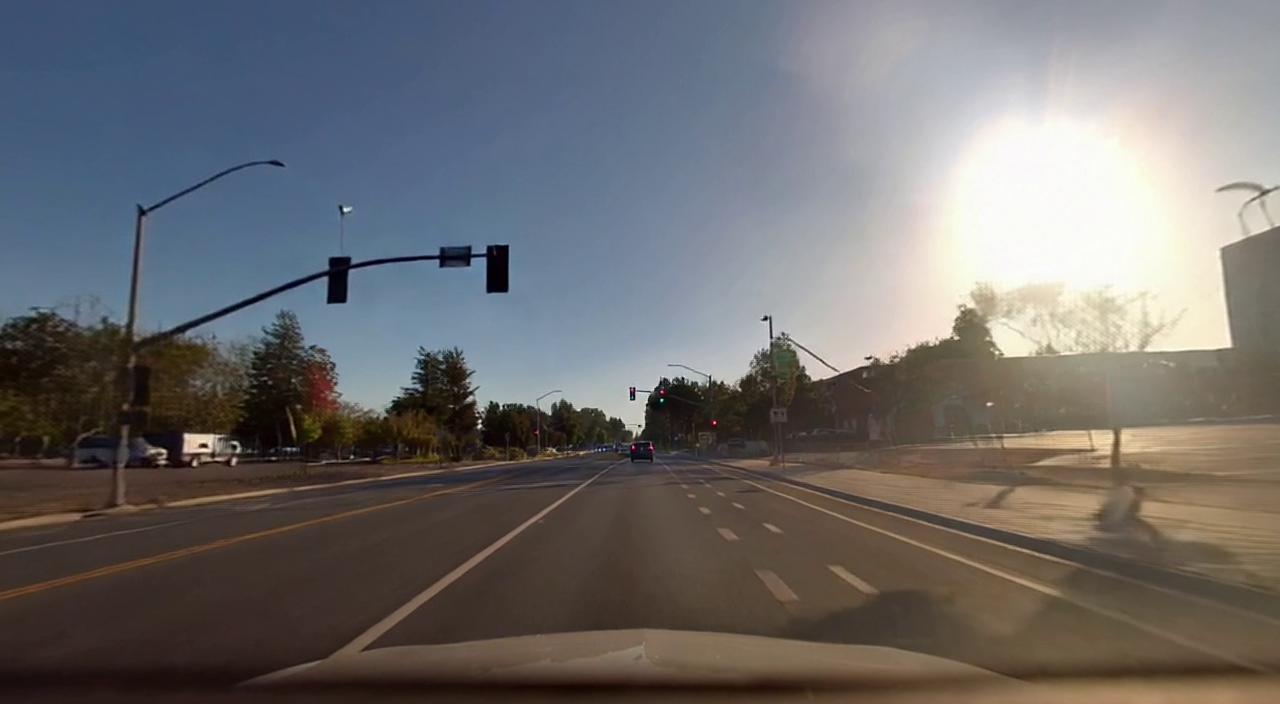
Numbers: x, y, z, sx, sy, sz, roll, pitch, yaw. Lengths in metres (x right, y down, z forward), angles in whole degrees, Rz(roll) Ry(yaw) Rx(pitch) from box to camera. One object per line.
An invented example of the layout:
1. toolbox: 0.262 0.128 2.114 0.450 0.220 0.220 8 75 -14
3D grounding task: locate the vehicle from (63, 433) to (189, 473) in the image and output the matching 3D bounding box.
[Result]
1. vehicle: -37.910 7.482 46.647 7.051 2.835 2.287 0 -8 -2
